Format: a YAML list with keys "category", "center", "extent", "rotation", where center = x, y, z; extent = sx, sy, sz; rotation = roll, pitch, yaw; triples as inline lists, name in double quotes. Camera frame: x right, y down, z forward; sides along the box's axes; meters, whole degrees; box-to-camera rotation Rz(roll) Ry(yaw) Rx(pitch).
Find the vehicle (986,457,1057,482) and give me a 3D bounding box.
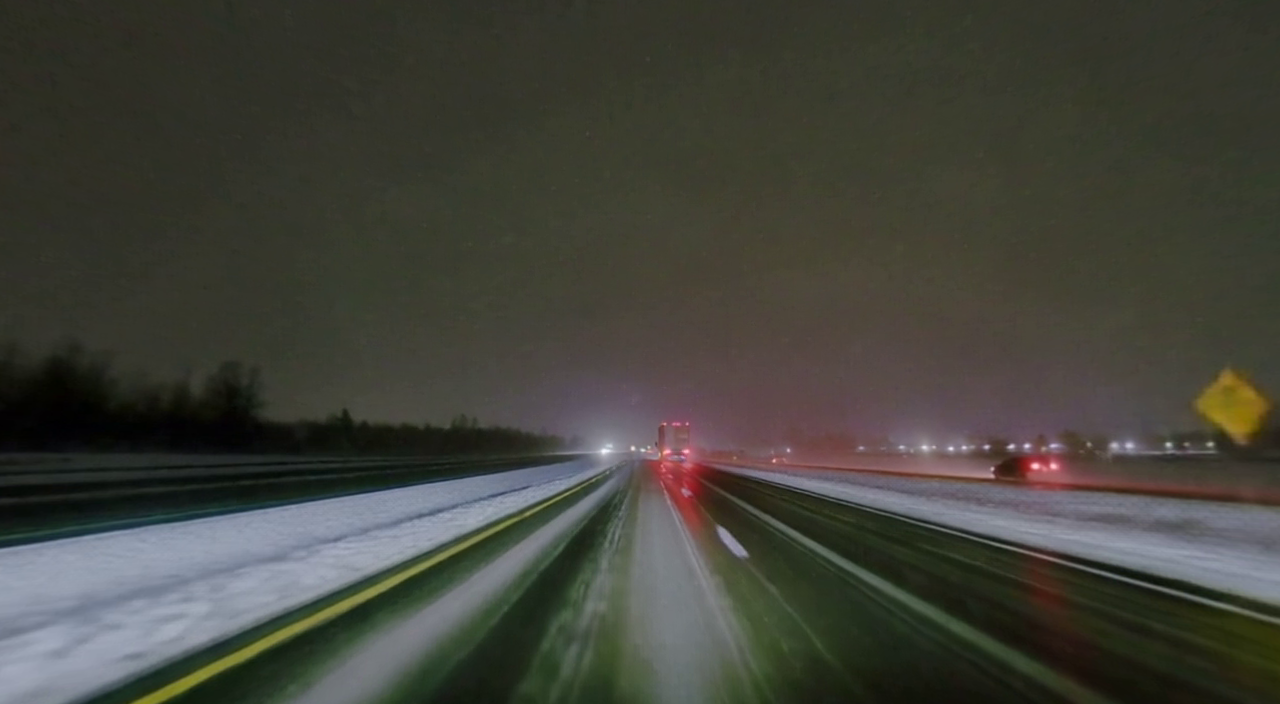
- category: "vehicle"
  center: [25.375, 7.822, 42.099]
  extent: [1.836, 1.499, 3.936]
  rotation: [1, -9, -9]
